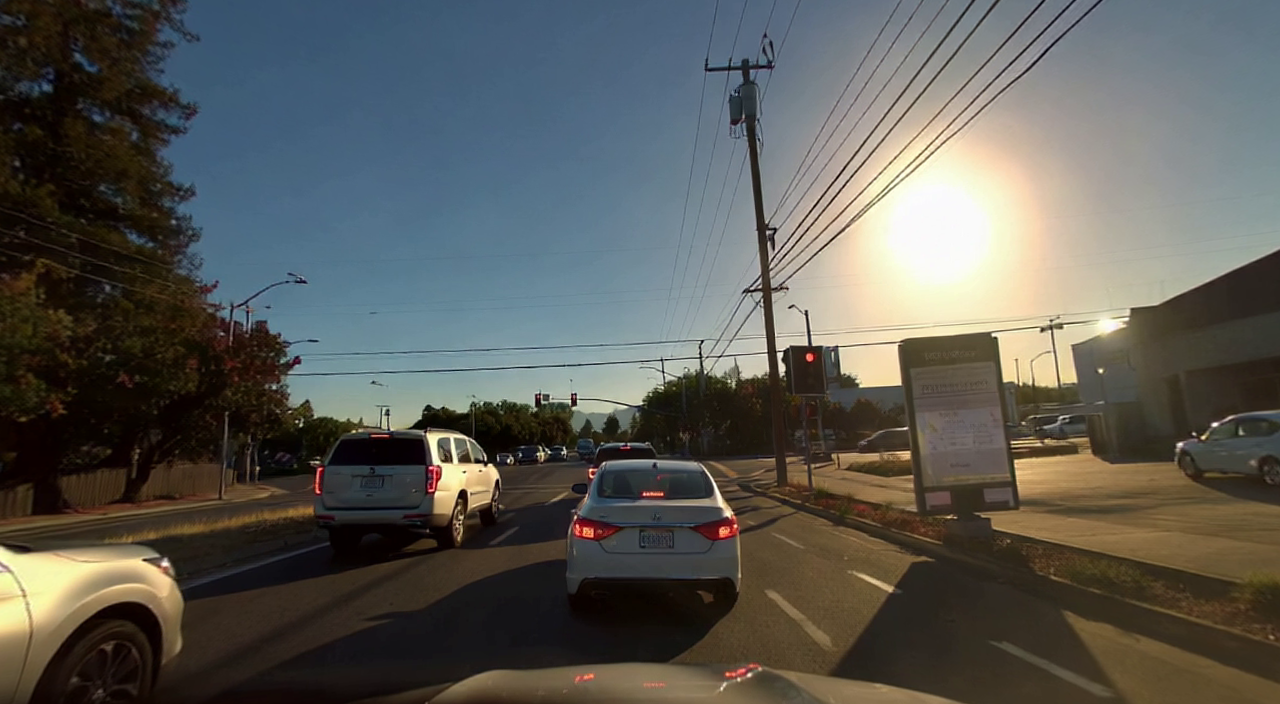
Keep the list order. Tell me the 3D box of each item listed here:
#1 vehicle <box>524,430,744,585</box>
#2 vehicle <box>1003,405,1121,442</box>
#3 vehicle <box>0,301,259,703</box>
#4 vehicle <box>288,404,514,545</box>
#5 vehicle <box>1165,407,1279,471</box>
[{"bbox_3d":[-0.103,1.800,8.150,2.121,1.474,3.968,0,-8,-1],"label":"vehicle"},{"bbox_3d":[26.899,4.631,40.497,5.782,2.286,2.223,-1,-9,4],"label":"vehicle"},{"bbox_3d":[-3.594,0.638,1.532,2.085,1.943,5.053,0,-8,1],"label":"vehicle"},{"bbox_3d":[-3.841,2.080,11.374,2.147,1.963,4.927,0,-8,0],"label":"vehicle"},{"bbox_3d":[17.028,2.534,18.256,1.858,1.622,4.491,-5,-10,28],"label":"vehicle"}]
